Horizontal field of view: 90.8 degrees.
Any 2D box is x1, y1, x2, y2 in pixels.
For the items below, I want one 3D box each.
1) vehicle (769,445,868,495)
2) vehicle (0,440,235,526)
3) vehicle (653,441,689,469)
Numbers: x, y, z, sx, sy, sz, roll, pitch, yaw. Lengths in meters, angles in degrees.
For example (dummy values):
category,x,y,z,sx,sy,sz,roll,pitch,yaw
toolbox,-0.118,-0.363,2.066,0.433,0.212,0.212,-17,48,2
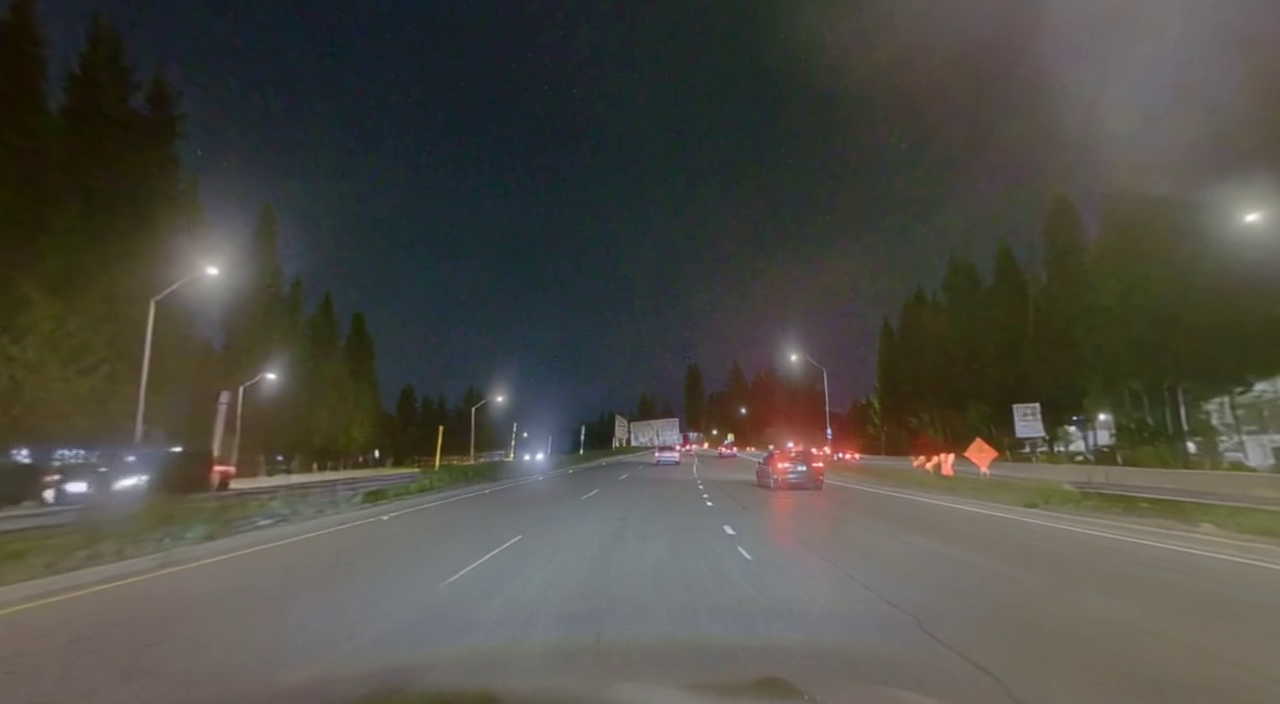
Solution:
category,x,y,z,sx,sy,sz,roll,pitch,yaw
vehicle,5.720,3.816,20.827,2.044,1.474,4.083,0,-9,-1
vehicle,-11.982,2.957,14.848,1.957,1.688,4.315,0,-9,1
vehicle,1.989,6.662,41.141,2.201,1.676,4.541,-1,-9,2
